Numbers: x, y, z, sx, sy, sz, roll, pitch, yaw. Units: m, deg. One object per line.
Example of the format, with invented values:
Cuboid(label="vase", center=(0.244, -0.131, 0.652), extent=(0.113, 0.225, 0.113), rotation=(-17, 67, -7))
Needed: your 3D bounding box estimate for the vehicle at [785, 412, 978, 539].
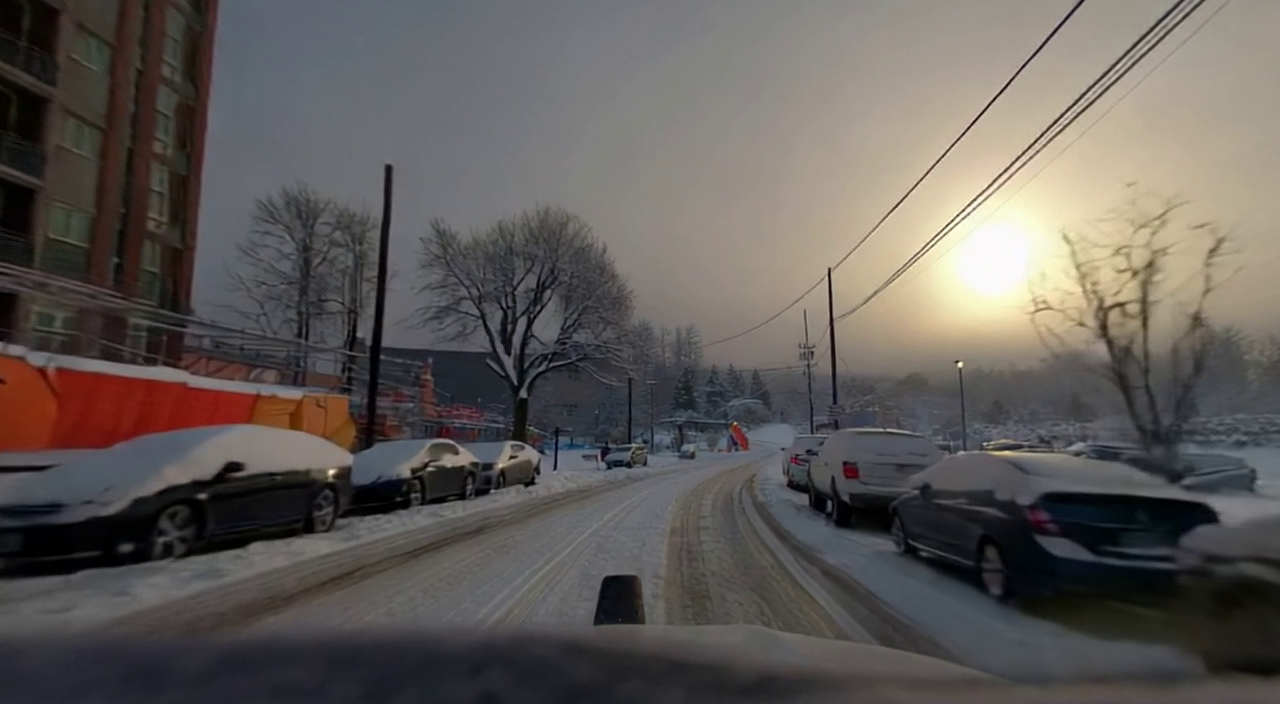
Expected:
Cuboid(label="vehicle", center=(4.530, 2.407, 12.955), extent=(2.184, 2.035, 5.422), rotation=(-1, -9, 5))

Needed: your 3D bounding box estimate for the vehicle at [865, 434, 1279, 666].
Cuboid(label="vehicle", center=(4.199, 1.749, 6.959), extent=(1.976, 1.560, 5.158), rotation=(-1, -9, 5))

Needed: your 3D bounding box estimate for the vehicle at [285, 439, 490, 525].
Cuboid(label="vehicle", center=(-5.200, 2.737, 13.936), extent=(2.020, 1.519, 4.944), rotation=(-1, -9, 7))

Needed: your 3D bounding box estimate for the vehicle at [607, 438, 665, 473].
Cuboid(label="vehicle", center=(-0.144, 6.031, 36.795), extent=(1.953, 1.871, 4.712), rotation=(-3, -9, 18))

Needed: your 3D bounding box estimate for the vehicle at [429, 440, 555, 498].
Cuboid(label="vehicle", center=(-4.408, 3.569, 19.636), extent=(1.966, 1.568, 4.705), rotation=(-2, -9, 12))

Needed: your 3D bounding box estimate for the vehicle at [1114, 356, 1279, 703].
Cuboid(label="vehicle", center=(3.797, 0.695, 1.265), extent=(2.084, 1.804, 4.882), rotation=(-1, -9, 4))

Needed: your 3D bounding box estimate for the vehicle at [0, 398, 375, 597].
Cuboid(label="vehicle", center=(-5.821, 1.759, 8.556), extent=(1.976, 1.886, 4.831), rotation=(-1, -9, 5))
